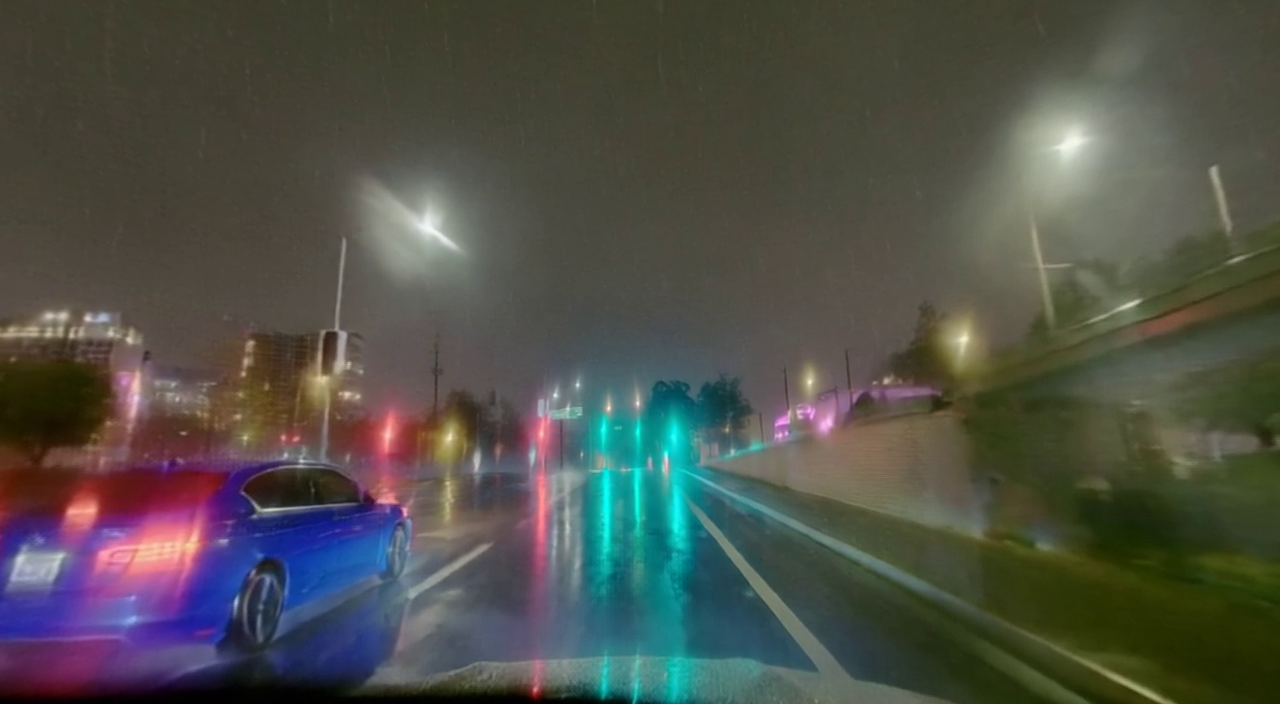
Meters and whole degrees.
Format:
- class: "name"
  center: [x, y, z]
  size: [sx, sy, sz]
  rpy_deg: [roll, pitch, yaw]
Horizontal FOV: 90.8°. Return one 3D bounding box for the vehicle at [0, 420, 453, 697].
- class: "vehicle"
  center: [-3.338, 1.435, 5.611]
  size: [2.041, 1.470, 4.290]
  rpy_deg: [0, -9, 0]
